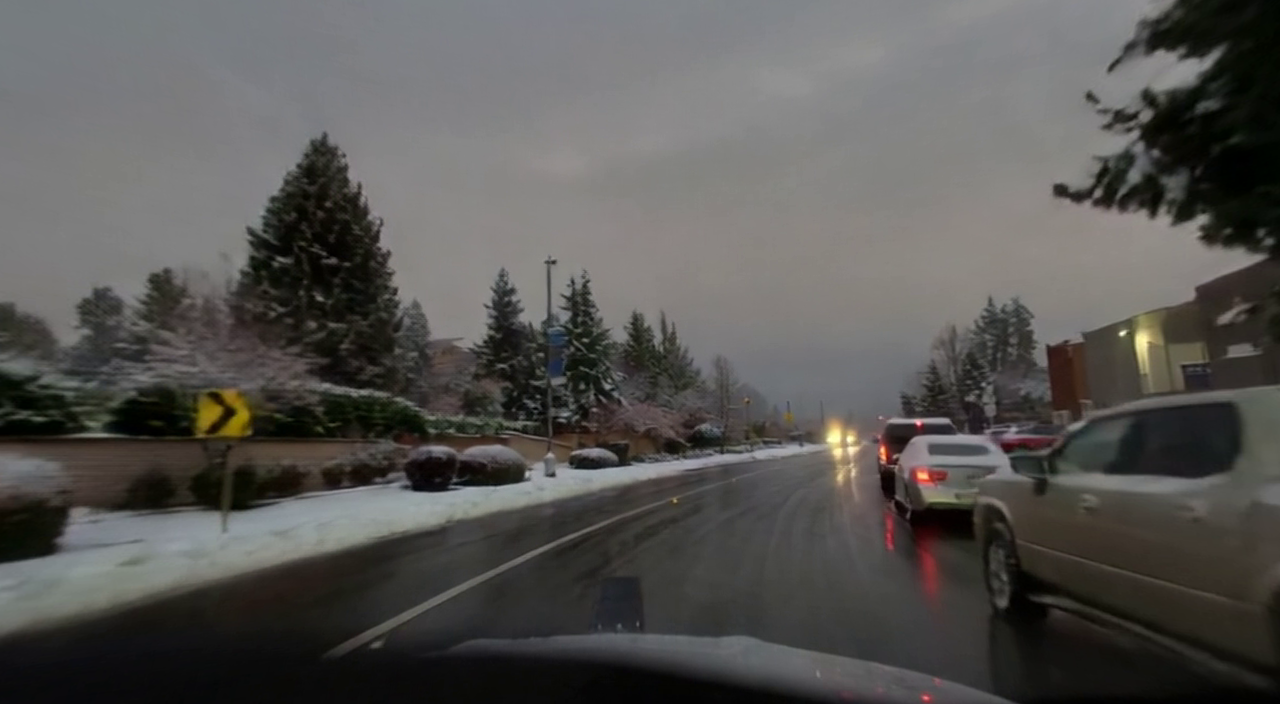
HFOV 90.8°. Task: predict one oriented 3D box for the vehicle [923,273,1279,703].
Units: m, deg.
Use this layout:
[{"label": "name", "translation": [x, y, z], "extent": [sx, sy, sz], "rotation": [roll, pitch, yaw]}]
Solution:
[{"label": "vehicle", "translation": [3.821, 0.836, 3.386], "extent": [2.483, 1.978, 5.802], "rotation": [-1, -9, 7]}]
